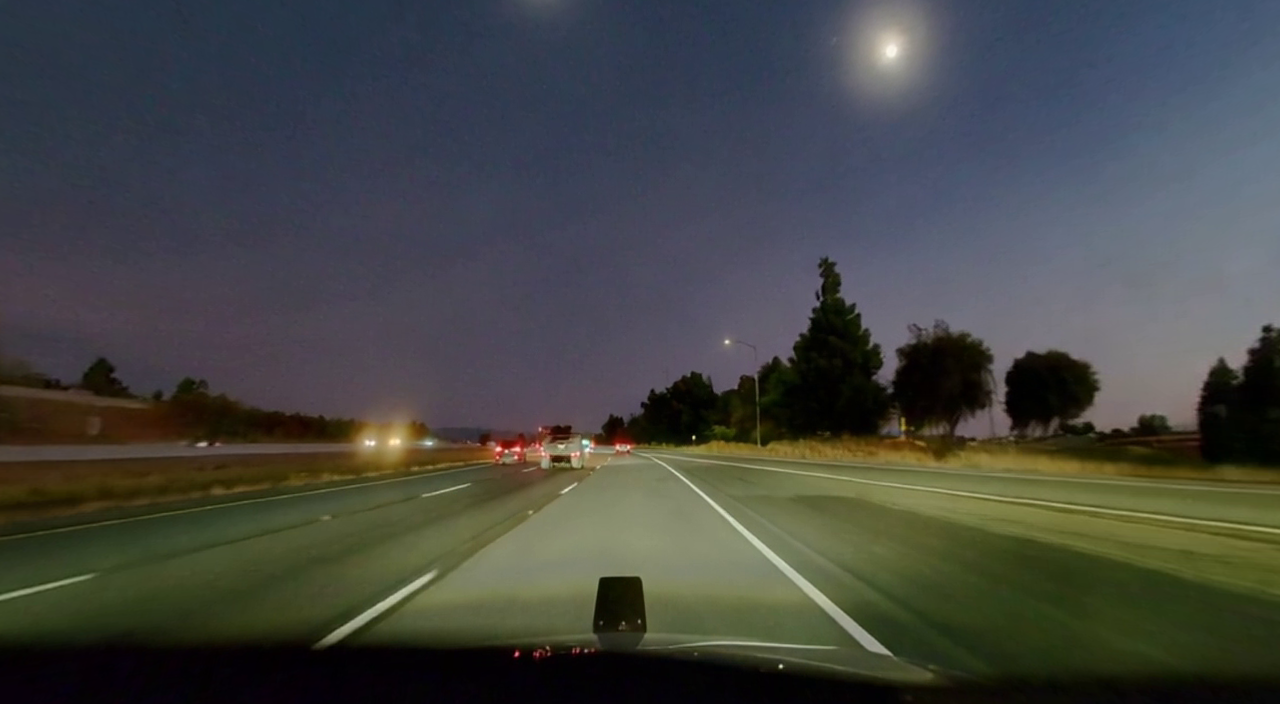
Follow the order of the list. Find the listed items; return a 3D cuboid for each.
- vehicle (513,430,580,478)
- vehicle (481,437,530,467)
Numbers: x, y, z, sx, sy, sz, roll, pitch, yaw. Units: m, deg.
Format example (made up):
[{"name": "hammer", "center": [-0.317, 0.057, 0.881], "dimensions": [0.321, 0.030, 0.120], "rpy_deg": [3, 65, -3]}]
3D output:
[{"name": "vehicle", "center": [-3.676, 4.092, 25.325], "dimensions": [2.194, 1.766, 3.720], "rpy_deg": [0, -9, -1]}, {"name": "vehicle", "center": [-8.256, 6.183, 39.085], "dimensions": [2.078, 1.729, 4.722], "rpy_deg": [0, -9, -1]}]
